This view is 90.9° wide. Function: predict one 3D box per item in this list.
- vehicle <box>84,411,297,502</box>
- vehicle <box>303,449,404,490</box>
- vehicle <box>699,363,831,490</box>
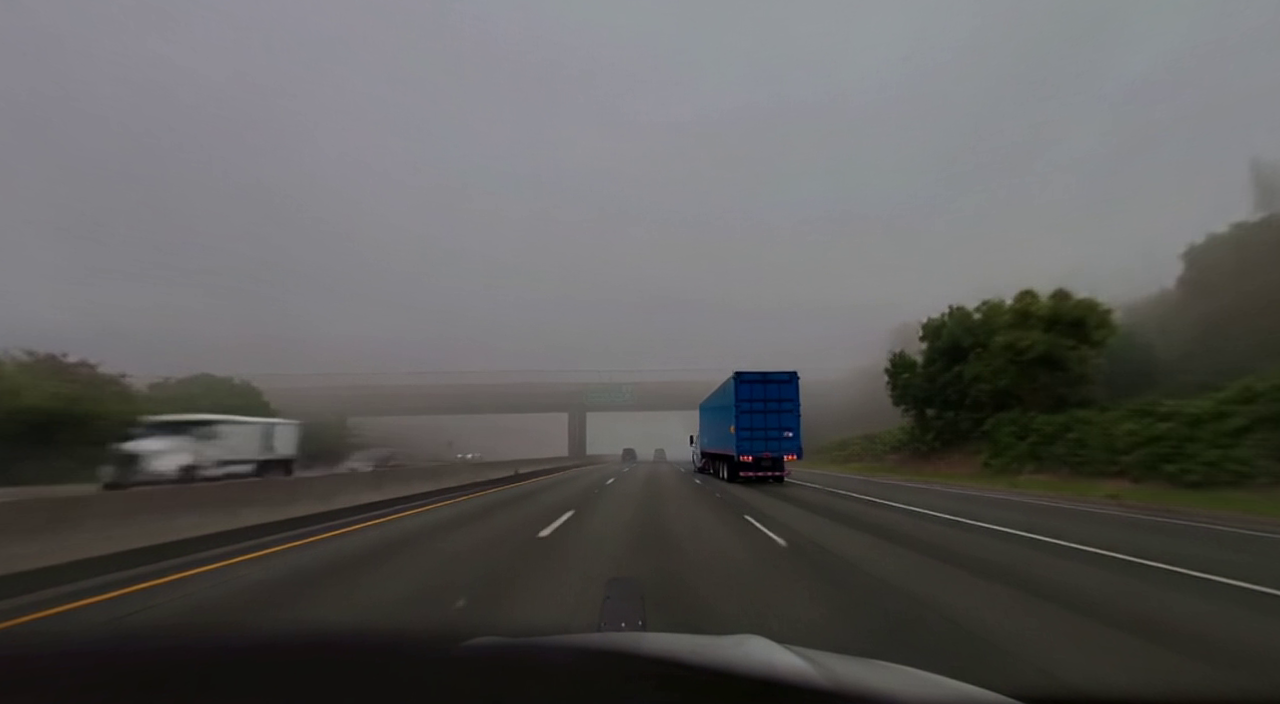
[{"bbox_3d":[-14.301,3.402,20.814,2.326,2.525,6.173,0,-9,1],"label":"vehicle"},{"bbox_3d":[-11.028,4.532,24.614,1.936,1.444,4.138,0,-9,1],"label":"vehicle"},{"bbox_3d":[4.643,3.438,27.248,2.825,4.054,14.210,0,-9,0],"label":"vehicle"}]
